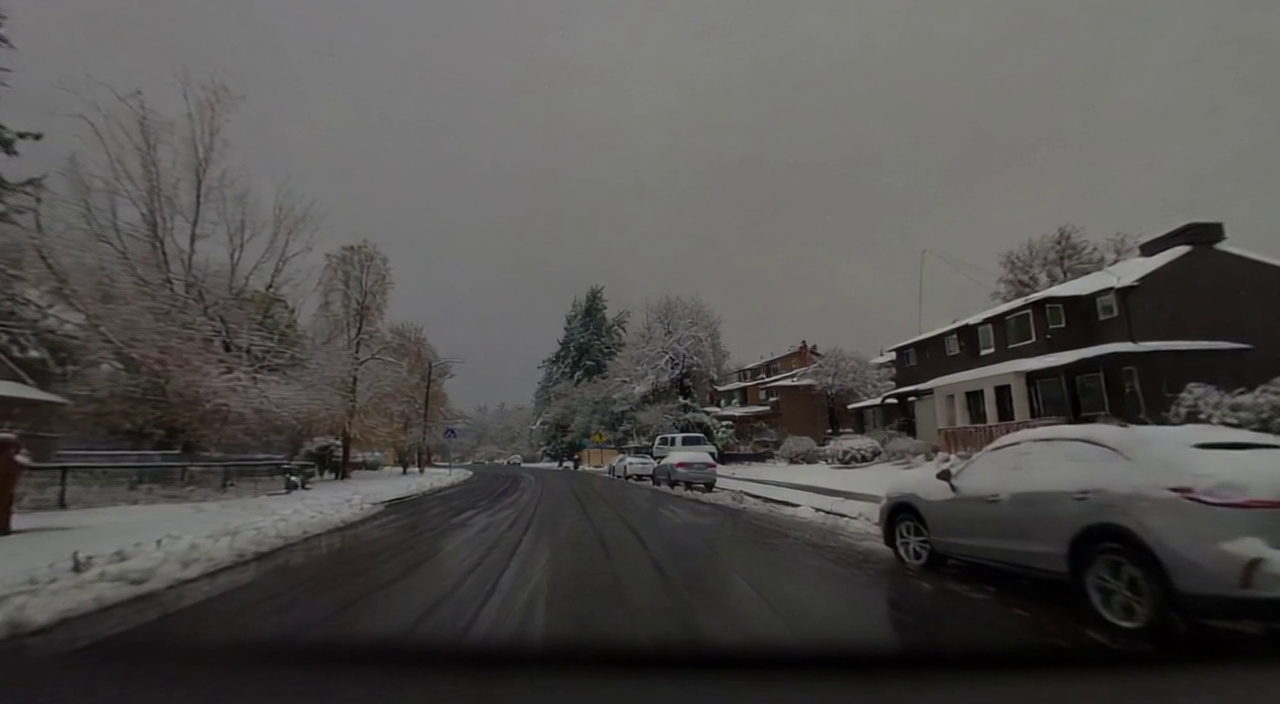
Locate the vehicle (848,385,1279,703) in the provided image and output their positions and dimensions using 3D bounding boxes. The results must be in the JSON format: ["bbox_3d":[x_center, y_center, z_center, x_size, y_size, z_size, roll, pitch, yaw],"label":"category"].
[{"bbox_3d":[4.081,1.410,5.628,2.111,1.771,4.942,1,-9,-9],"label":"vehicle"}]

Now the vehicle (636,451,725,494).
[{"bbox_3d":[1.459,4.705,25.099,2.193,1.504,4.576,2,-9,-15],"label":"vehicle"}]
